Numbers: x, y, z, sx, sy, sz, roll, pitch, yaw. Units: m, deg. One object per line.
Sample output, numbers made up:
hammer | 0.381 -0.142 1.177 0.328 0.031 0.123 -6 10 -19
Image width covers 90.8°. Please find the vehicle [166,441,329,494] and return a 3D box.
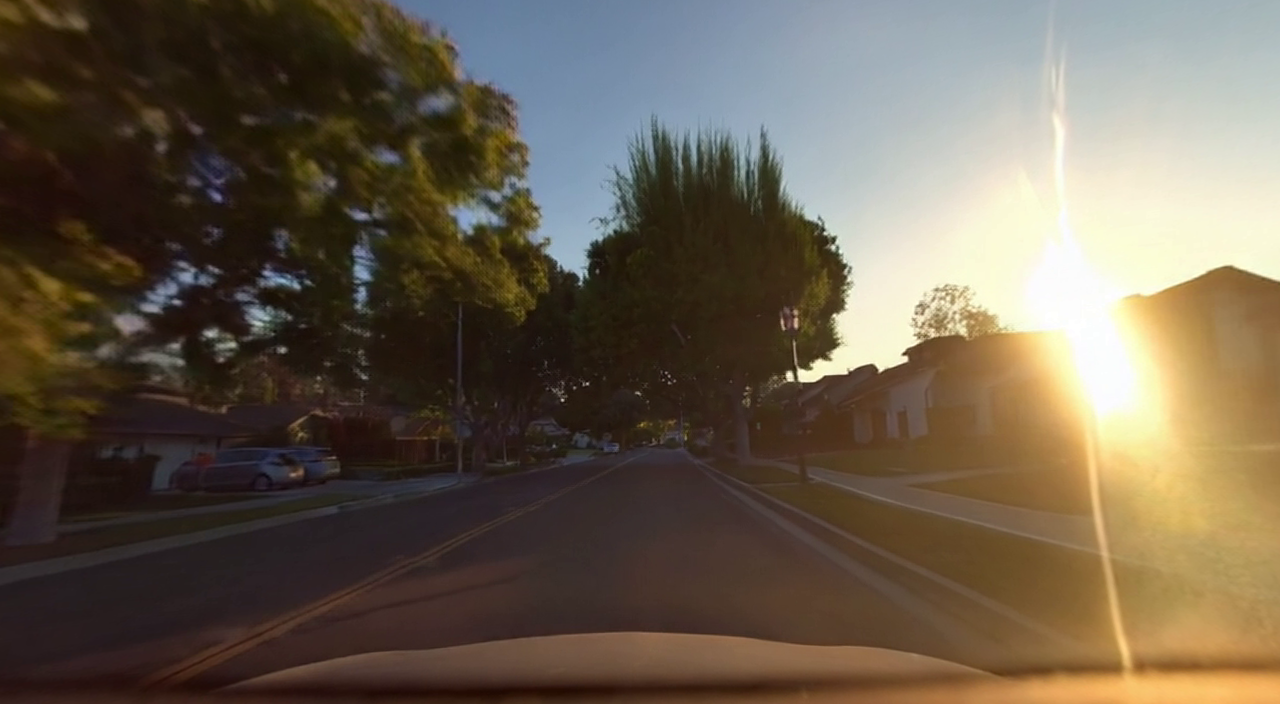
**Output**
vehicle | -13.714 4.049 22.338 4.370 1.761 1.901 1 -9 -6
